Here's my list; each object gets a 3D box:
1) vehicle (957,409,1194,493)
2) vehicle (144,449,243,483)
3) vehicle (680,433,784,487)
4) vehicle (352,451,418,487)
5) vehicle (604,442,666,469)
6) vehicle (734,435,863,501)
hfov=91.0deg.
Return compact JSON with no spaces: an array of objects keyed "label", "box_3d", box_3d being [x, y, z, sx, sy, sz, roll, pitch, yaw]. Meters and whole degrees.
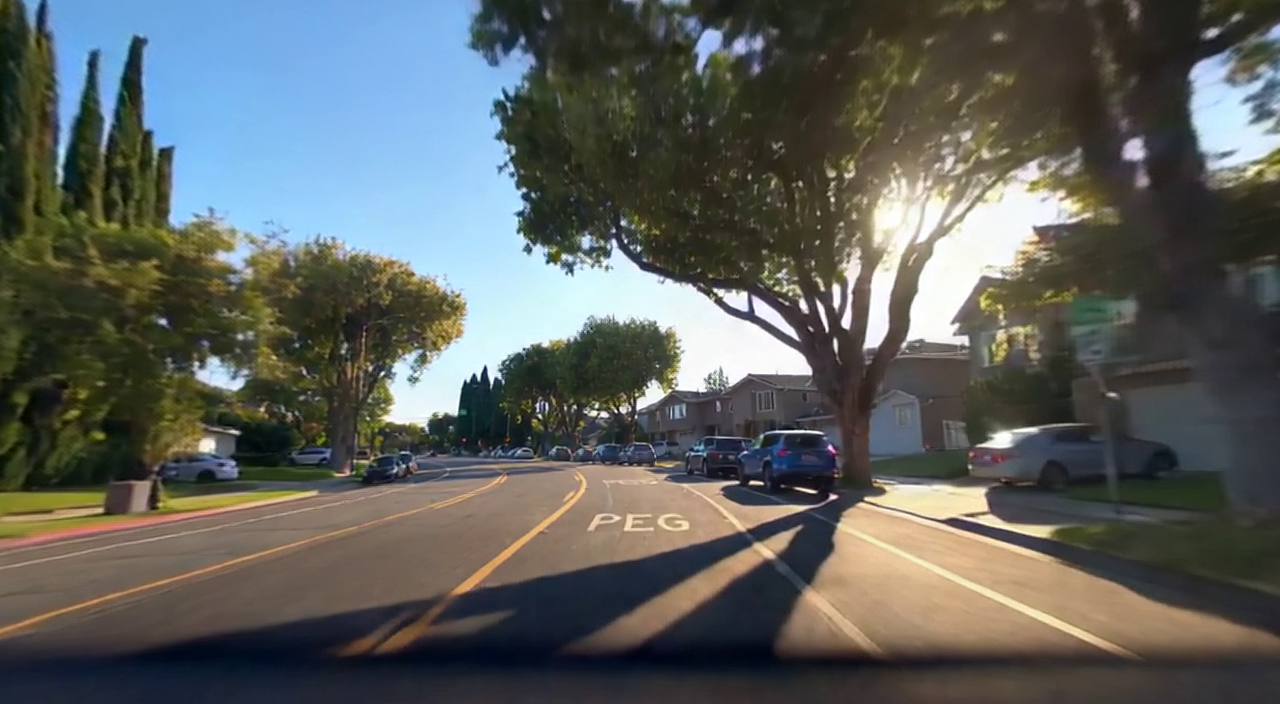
[{"label":"vehicle","box_3d":[11.684,2.675,17.124,4.882,1.766,2.040,-4,-9,-4]},{"label":"vehicle","box_3d":[-20.997,5.363,29.862,1.942,1.464,4.537,2,-9,-9]},{"label":"vehicle","box_3d":[3.746,4.622,27.381,2.402,1.889,6.910,5,-9,-9]},{"label":"vehicle","box_3d":[-13.397,6.117,33.332,2.292,1.499,4.661,-4,-8,-11]},{"label":"vehicle","box_3d":[-0.511,7.536,45.942,2.723,1.785,7.174,3,-10,-16]},{"label":"vehicle","box_3d":[4.801,3.631,20.344,1.954,1.732,6.409,2,-8,-5]}]
